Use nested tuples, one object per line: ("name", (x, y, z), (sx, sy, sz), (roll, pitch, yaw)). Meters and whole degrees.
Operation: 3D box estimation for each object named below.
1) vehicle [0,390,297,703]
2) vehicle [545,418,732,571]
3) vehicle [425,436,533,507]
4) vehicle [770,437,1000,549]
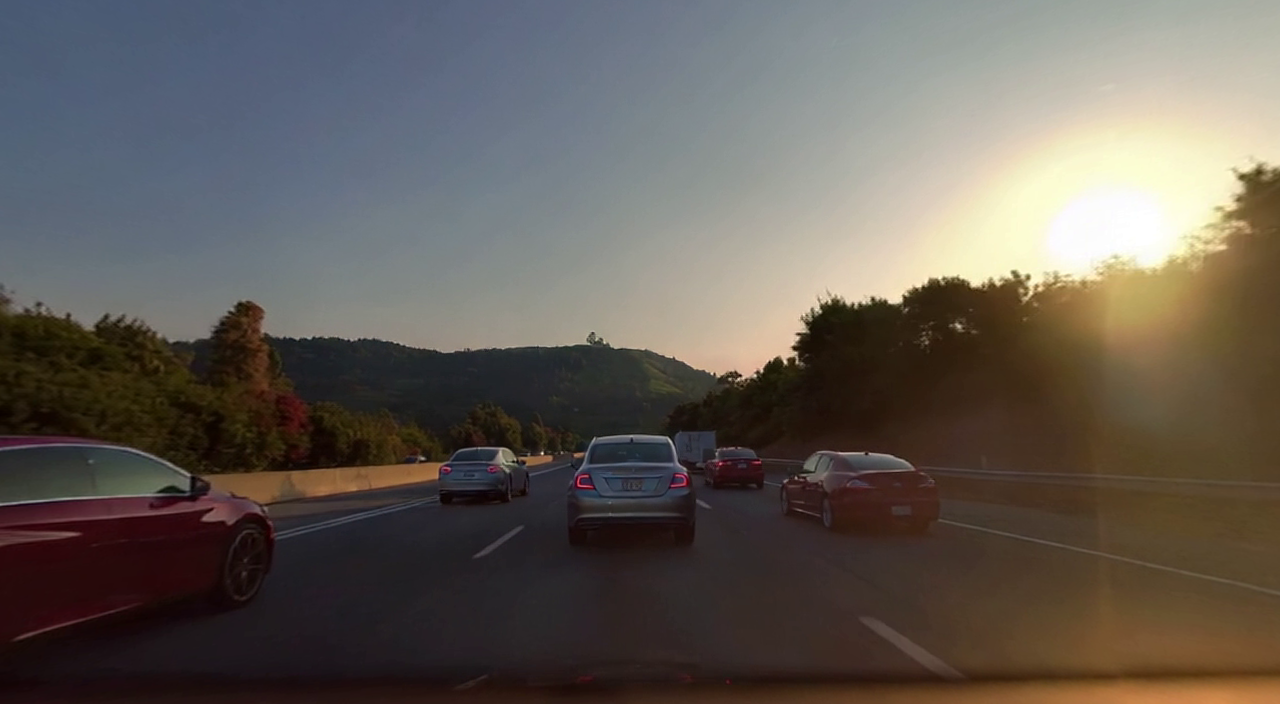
("vehicle", (-4.501, 1.150, 4.011), (2.173, 1.660, 4.373), (0, -9, 0))
("vehicle", (-0.070, 1.903, 9.059), (2.093, 1.695, 3.782), (0, -9, -2))
("vehicle", (-4.258, 3.221, 17.337), (1.890, 1.708, 3.844), (0, -9, 1))
("vehicle", (3.663, 2.193, 10.507), (1.953, 1.434, 4.511), (0, -9, -1))
